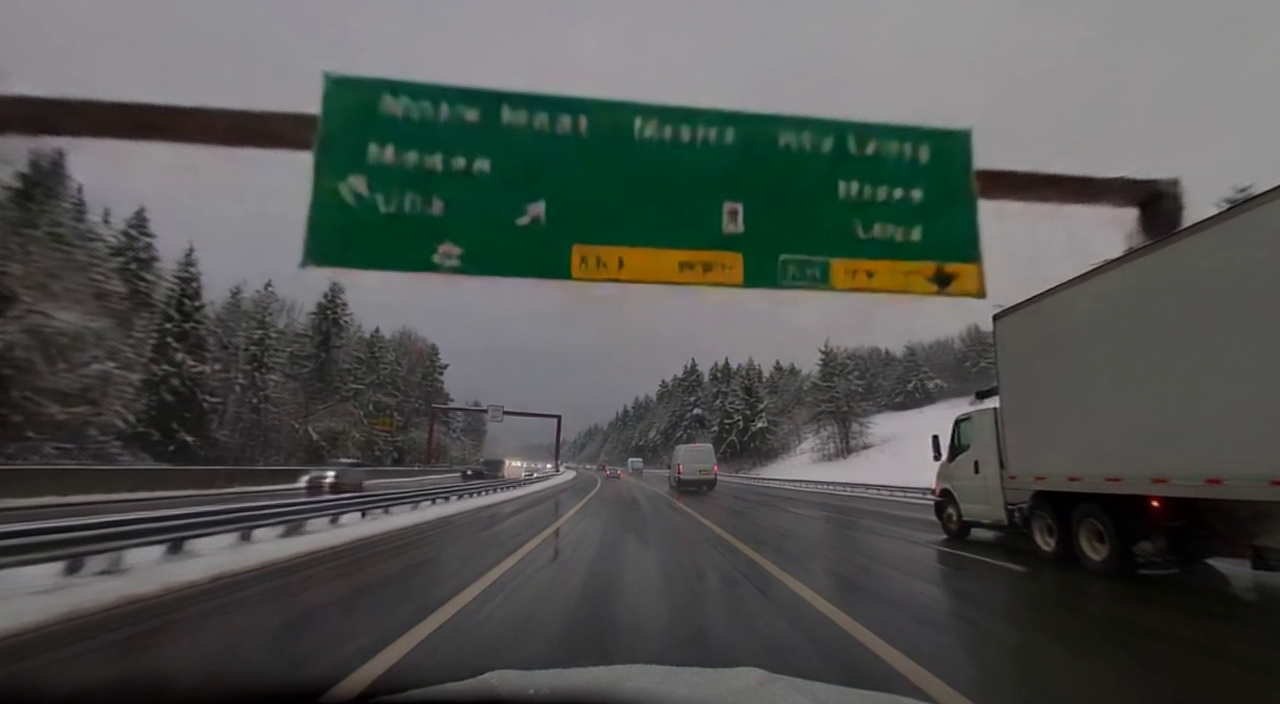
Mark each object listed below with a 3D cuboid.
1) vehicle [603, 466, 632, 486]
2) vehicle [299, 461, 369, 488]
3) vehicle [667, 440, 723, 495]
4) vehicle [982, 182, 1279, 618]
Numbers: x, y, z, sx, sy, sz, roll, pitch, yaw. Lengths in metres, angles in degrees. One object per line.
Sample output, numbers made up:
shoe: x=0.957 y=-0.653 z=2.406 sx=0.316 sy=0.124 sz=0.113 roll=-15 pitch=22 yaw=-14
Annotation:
vehicle: x=-1.802 y=9.768 z=49.647 sx=2.106 sy=1.524 sz=4.381 roll=1 pitch=-10 yaw=-3
vehicle: x=-17.857 y=7.181 z=36.941 sx=1.864 sy=1.427 sz=4.621 roll=1 pitch=-10 yaw=-1
vehicle: x=2.844 y=6.193 z=33.752 sx=2.291 sy=2.639 sz=5.280 roll=1 pitch=-10 yaw=-2
vehicle: x=7.570 y=0.053 z=3.725 sx=2.866 sy=4.102 sz=14.351 roll=1 pitch=-10 yaw=-1
